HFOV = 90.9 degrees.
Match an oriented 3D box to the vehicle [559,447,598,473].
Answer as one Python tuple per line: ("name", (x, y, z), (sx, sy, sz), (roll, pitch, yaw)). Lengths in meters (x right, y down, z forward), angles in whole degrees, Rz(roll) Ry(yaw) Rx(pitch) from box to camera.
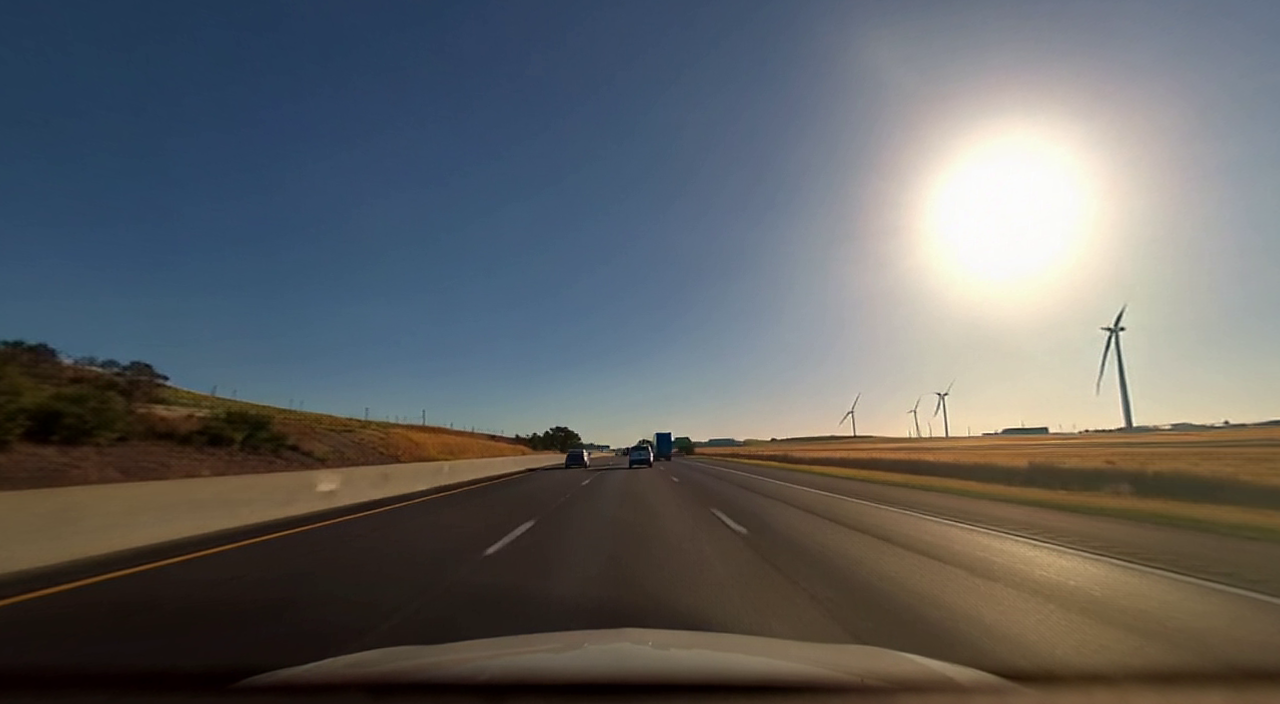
("vehicle", (-3.809, 6.726, 39.424), (1.984, 1.491, 4.341), (0, -9, 0))

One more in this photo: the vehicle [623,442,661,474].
("vehicle", (0.106, 6.114, 36.473), (2.083, 1.689, 4.083), (0, -9, 0))
